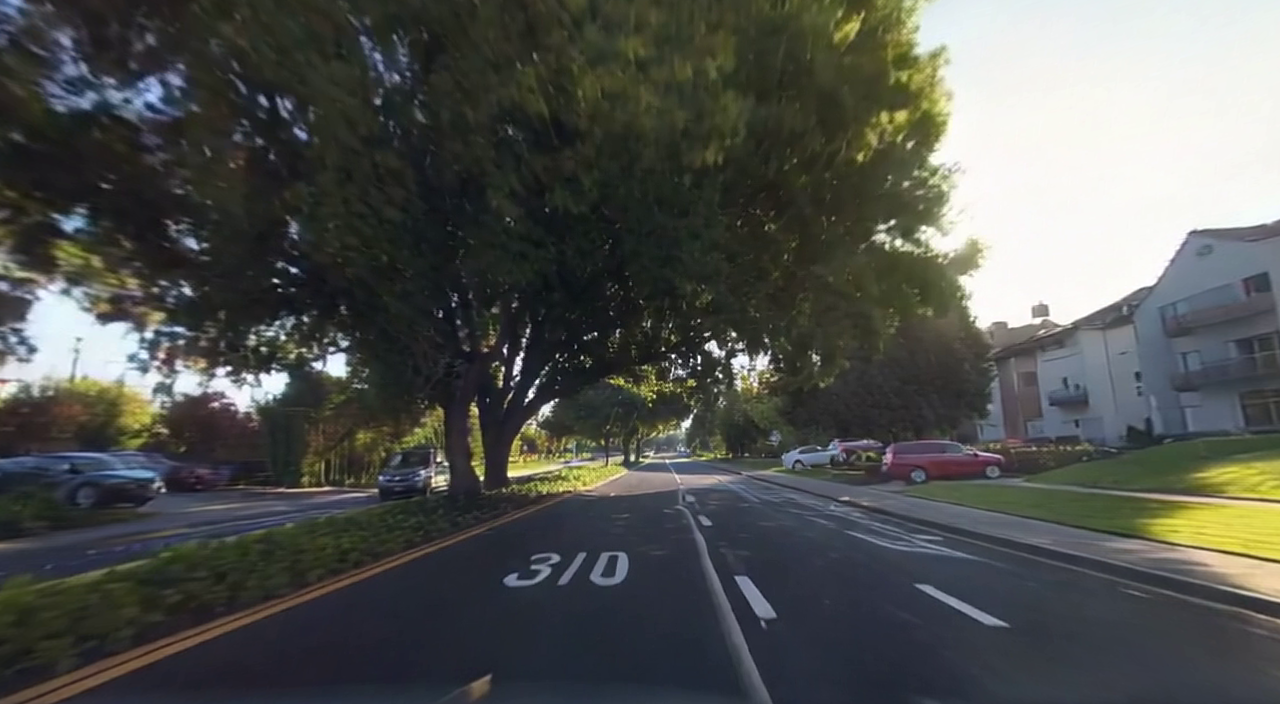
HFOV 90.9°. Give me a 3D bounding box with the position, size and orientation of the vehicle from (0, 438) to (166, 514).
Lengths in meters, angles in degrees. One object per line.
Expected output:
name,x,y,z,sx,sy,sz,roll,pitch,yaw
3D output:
vehicle,-15.878,3.255,16.798,4.753,1.850,2.127,0,-9,1

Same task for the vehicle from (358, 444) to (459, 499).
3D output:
vehicle,-8.607,4.435,23.917,2.142,1.723,4.275,-3,-8,1

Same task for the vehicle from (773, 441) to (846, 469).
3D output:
vehicle,11.831,7.203,44.130,4.537,1.828,2.020,-1,-9,3

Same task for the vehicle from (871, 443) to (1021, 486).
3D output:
vehicle,10.996,4.068,22.895,4.460,1.456,1.804,-1,-9,3
